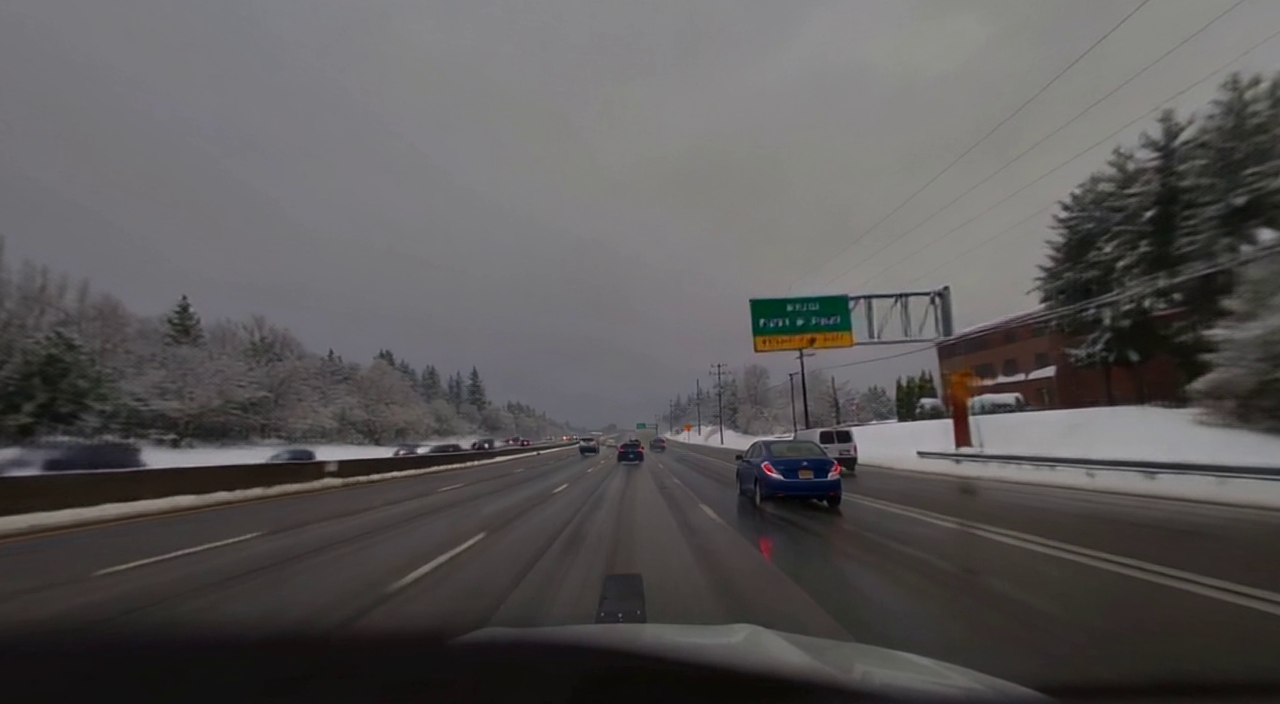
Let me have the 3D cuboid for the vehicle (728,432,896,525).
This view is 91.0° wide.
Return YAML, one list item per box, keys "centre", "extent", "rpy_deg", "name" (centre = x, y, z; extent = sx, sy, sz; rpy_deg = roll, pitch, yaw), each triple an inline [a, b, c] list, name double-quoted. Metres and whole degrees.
- centre: [3.177, 2.436, 12.742]
  extent: [1.995, 1.533, 4.463]
  rpy_deg: [0, -8, -2]
  name: "vehicle"

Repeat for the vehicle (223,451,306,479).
- centre: [-22.035, 6.648, 37.222]
  extent: [1.857, 1.497, 4.857]
  rpy_deg: [0, -8, 1]
  name: "vehicle"

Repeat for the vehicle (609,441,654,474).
- centre: [-0.459, 5.046, 30.285]
  extent: [2.019, 1.472, 3.971]
  rpy_deg: [0, -8, -2]
  name: "vehicle"

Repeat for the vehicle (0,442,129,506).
- centre: [-16.722, 3.230, 17.028]
  extent: [1.890, 1.564, 4.563]
  rpy_deg: [0, -8, 1]
  name: "vehicle"
